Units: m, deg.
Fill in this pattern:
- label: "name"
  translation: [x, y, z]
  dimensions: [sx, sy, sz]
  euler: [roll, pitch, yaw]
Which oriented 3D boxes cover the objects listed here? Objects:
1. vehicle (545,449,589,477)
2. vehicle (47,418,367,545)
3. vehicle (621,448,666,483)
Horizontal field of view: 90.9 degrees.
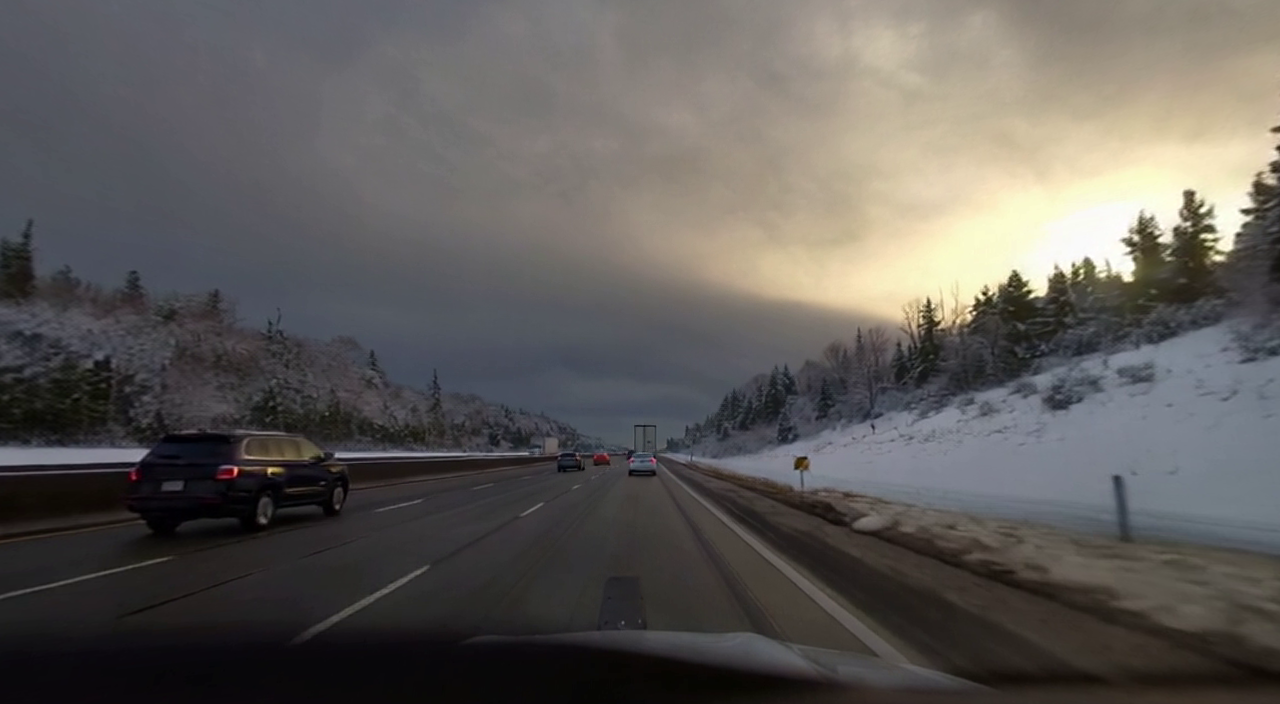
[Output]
- label: "vehicle"
  translation: [-4.182, 6.403, 36.636]
  dimensions: [2.018, 1.504, 4.431]
  euler: [0, -9, 0]
- label: "vehicle"
  translation: [-7.599, 2.337, 12.084]
  dimensions: [2.316, 1.875, 5.337]
  euler: [0, -9, 0]
- label: "vehicle"
  translation: [0.121, 5.252, 29.371]
  dimensions: [1.991, 1.507, 3.391]
  euler: [0, -9, -1]
